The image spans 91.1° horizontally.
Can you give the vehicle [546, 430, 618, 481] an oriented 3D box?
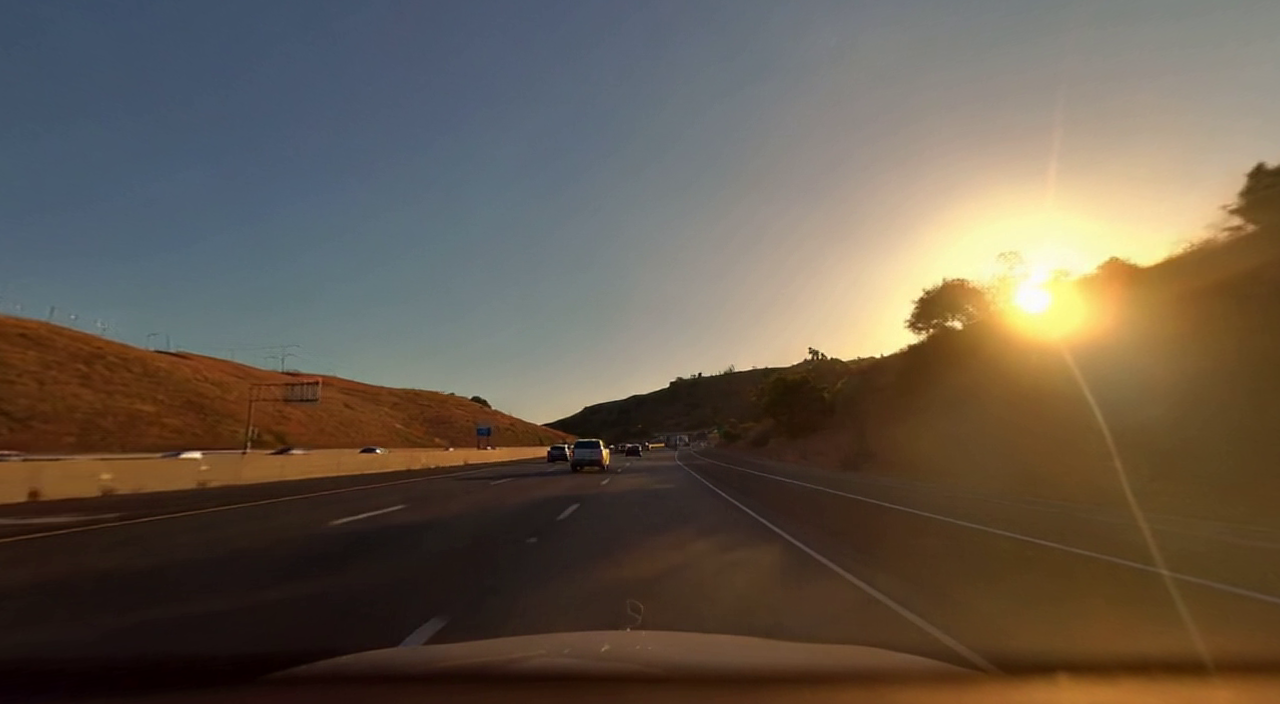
[{"bbox_3d":[-2.317,4.334,26.620,2.413,1.896,5.218,-1,-8,1],"label":"vehicle"}]
